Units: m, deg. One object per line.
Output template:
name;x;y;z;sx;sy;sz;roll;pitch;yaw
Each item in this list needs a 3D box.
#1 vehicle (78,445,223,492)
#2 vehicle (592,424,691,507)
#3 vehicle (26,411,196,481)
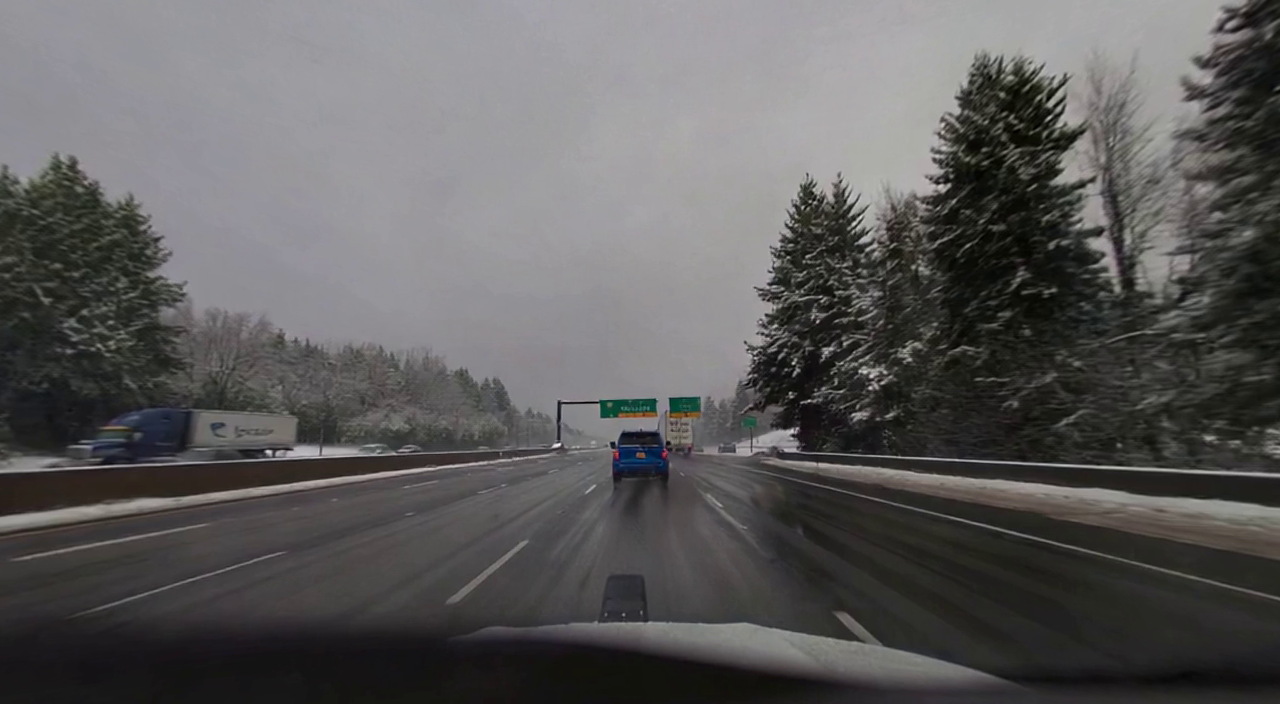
vehicle;-18.893;4.464;24.563;1.946;1.631;4.494;0;-8;1
vehicle;0.066;2.687;15.231;2.054;1.706;4.201;0;-8;1
vehicle;-33.112;5.983;39.992;3.000;3.951;8.603;0;-8;2
